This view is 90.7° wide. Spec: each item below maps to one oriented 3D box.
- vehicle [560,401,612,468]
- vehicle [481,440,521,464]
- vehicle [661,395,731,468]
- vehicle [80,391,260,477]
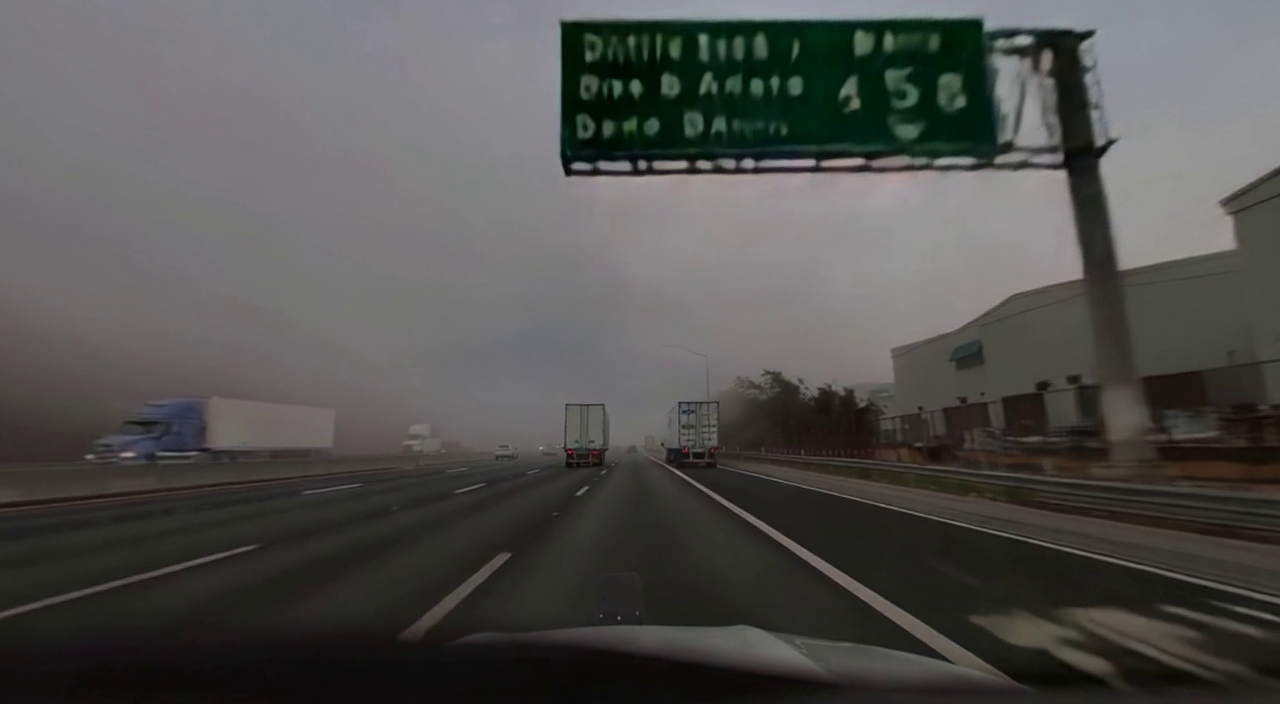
[{"bbox_3d":[-3.635,5.957,45.947,2.848,4.098,13.421,1,-7,-1],"label":"vehicle"},{"bbox_3d":[-10.292,7.457,47.245,2.132,1.679,4.045,0,-8,-1],"label":"vehicle"},{"bbox_3d":[3.324,5.435,43.024,2.908,3.898,17.275,2,-8,-1],"label":"vehicle"},{"bbox_3d":[-23.293,4.213,32.129,3.052,3.783,7.778,0,-8,0],"label":"vehicle"}]
